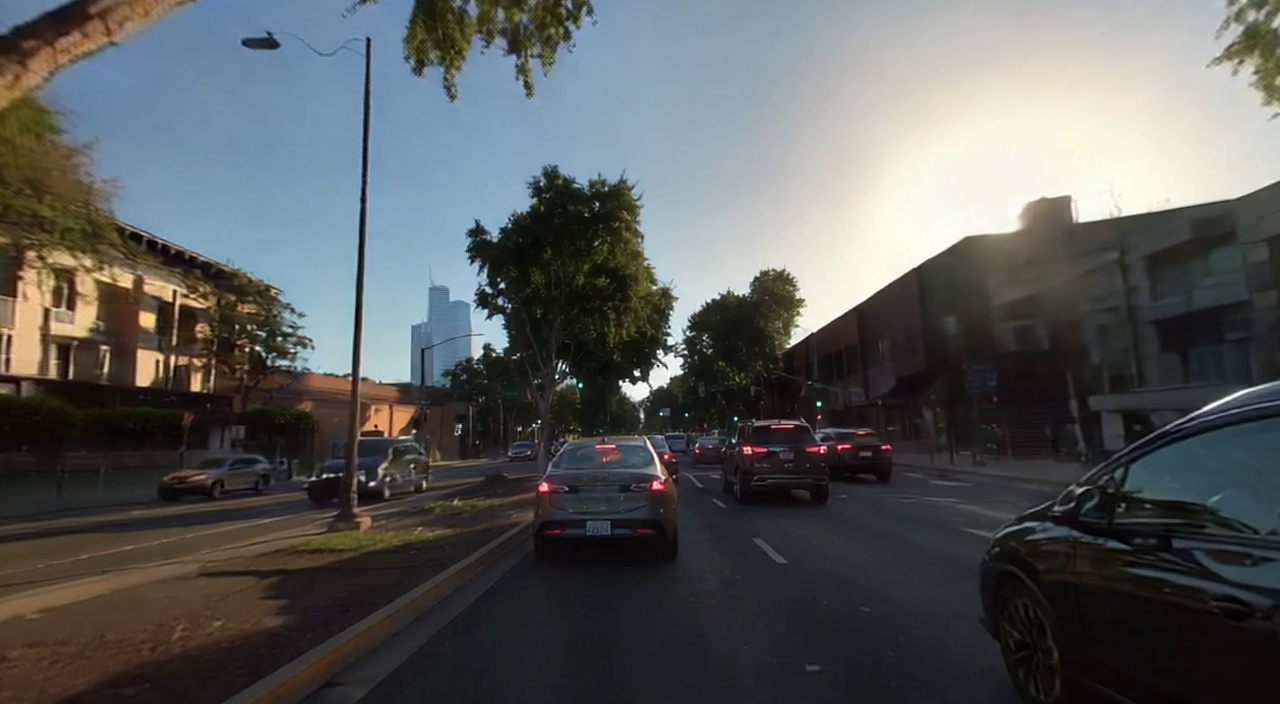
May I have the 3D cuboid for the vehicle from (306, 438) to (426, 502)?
[{"bbox_3d":[-9.281,4.001,21.800,1.979,1.987,4.542,0,-8,1],"label":"vehicle"}]

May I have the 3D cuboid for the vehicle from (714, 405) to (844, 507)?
[{"bbox_3d":[3.753,2.976,18.357,2.516,2.481,5.766,0,-8,0],"label":"vehicle"}]

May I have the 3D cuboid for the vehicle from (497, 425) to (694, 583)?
[{"bbox_3d":[-0.451,1.934,8.824,2.111,1.676,4.018,0,-8,1],"label":"vehicle"}]

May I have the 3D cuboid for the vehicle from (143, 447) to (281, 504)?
[{"bbox_3d":[-16.305,4.673,24.309,2.010,1.964,4.541,0,-8,2],"label":"vehicle"}]

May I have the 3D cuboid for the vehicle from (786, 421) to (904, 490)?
[{"bbox_3d":[7.409,3.812,23.463,2.627,2.252,5.236,0,-8,0],"label":"vehicle"}]

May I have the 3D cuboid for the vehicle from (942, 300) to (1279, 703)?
[{"bbox_3d":[3.236,0.841,2.401,1.982,1.960,4.427,0,-8,1],"label":"vehicle"}]
